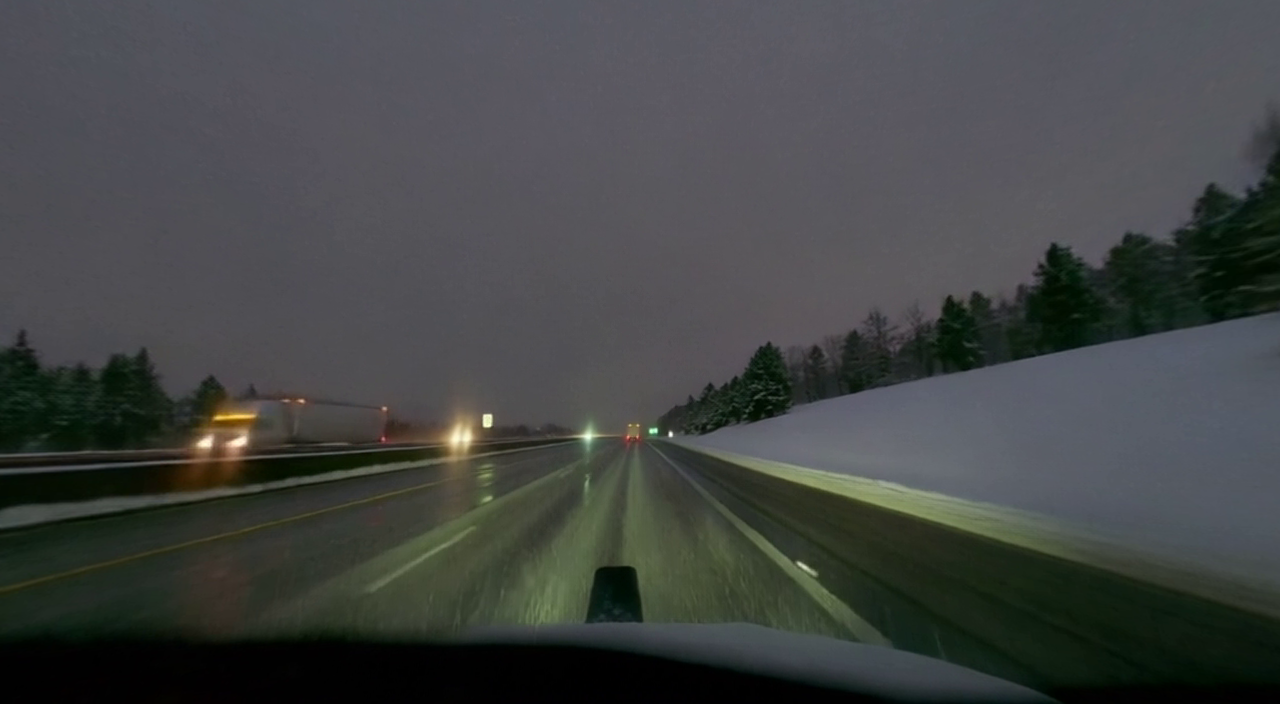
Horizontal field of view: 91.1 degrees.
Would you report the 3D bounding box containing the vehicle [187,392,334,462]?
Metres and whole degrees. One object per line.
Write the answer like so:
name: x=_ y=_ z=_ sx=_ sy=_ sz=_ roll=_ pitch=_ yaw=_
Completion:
vehicle: x=-23.587 y=4.866 z=40.072 sx=3.046 sy=3.856 sz=10.186 roll=0 pitch=-8 yaw=-1
